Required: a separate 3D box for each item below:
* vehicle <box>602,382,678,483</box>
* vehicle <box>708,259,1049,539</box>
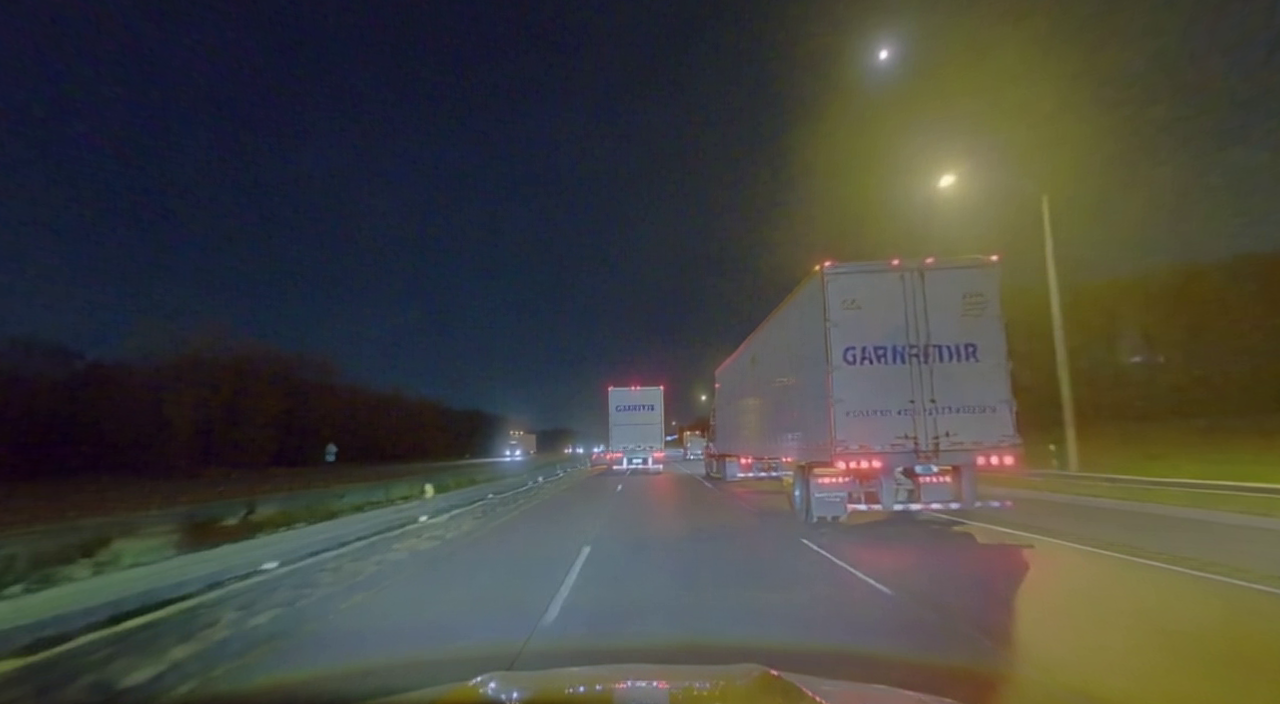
[{"bbox_3d":[0.074,3.793,28.837,2.864,3.805,9.709,0,-9,1],"label":"vehicle"},{"bbox_3d":[4.213,1.724,16.467,3.044,4.128,14.482,0,-9,-1],"label":"vehicle"}]
